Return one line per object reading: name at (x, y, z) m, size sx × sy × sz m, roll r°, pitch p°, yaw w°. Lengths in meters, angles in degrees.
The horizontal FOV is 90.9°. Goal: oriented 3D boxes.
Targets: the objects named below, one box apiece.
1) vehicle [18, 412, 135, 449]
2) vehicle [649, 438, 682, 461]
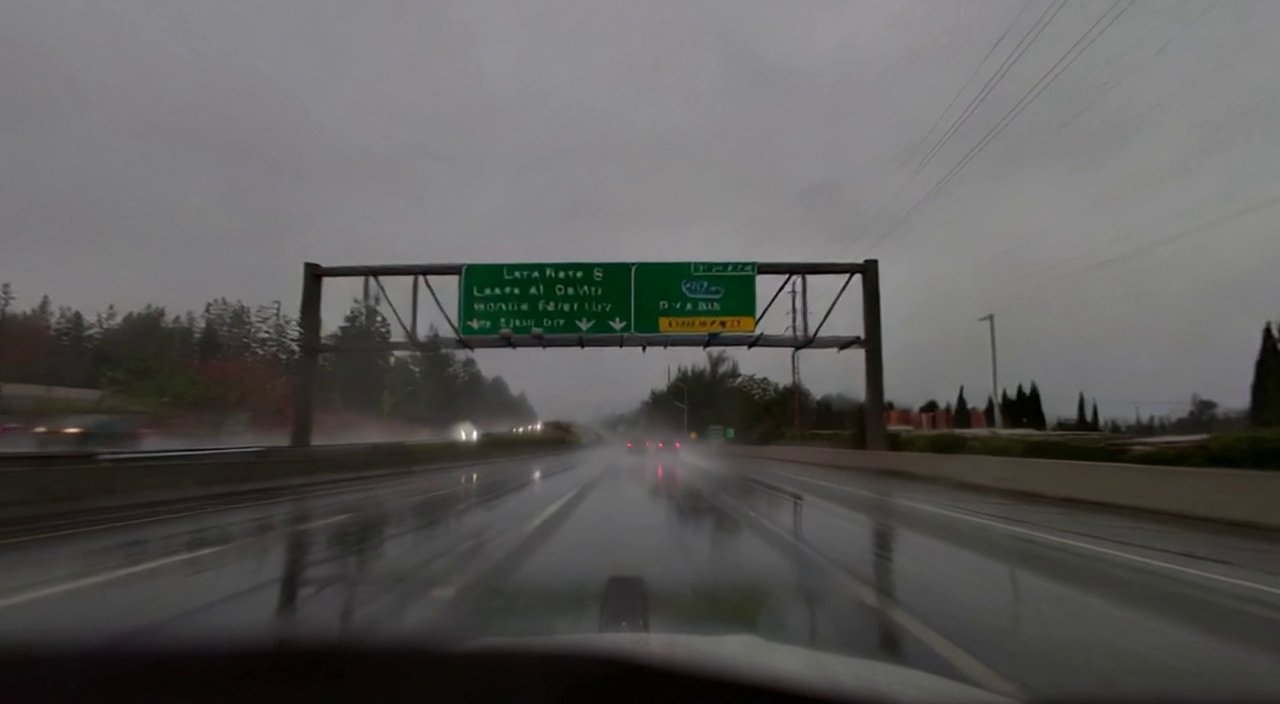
vehicle at (-26.500, 3.748, 29.874) m, size 1.796 × 1.563 × 3.964 m, roll 3°, pitch -8°, yaw 0°
vehicle at (1.706, 6.702, 43.619) m, size 2.036 × 1.486 × 4.375 m, roll 0°, pitch -8°, yaw -1°
